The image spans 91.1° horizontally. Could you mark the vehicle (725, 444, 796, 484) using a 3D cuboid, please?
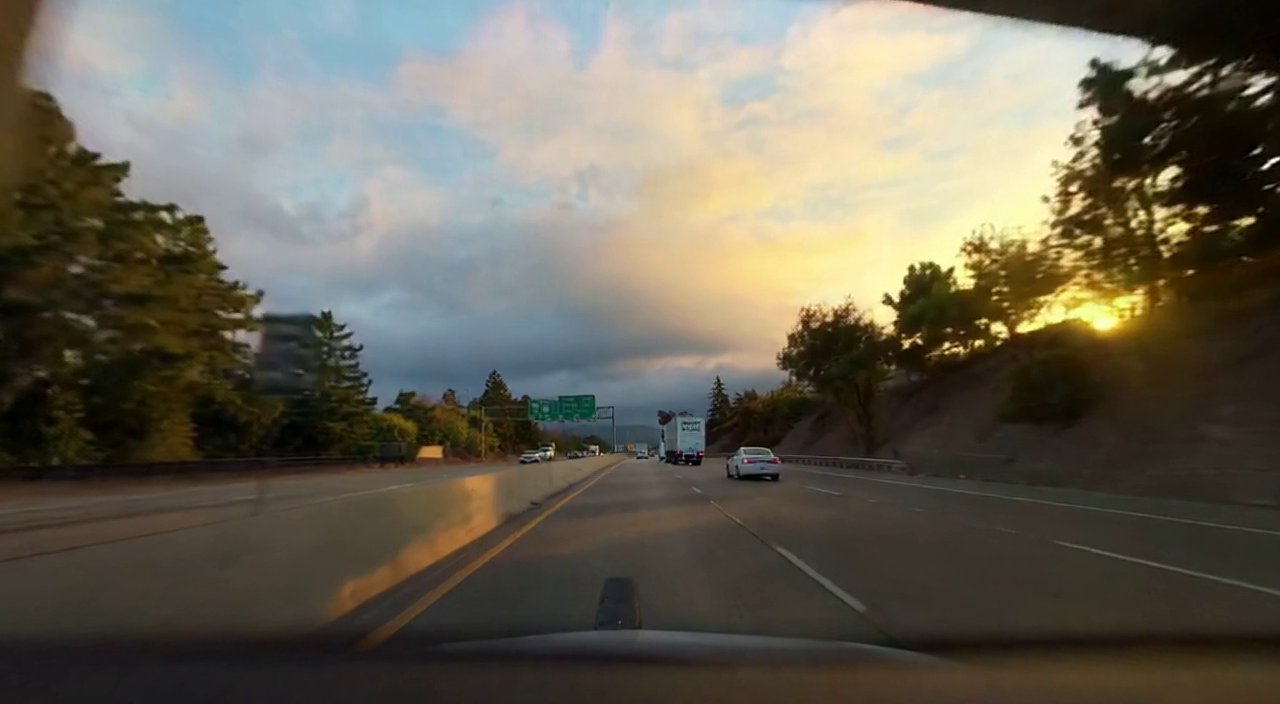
[{"bbox_3d":[4.797,4.517,25.610,1.917,1.471,4.149,0,-9,-2],"label":"vehicle"}]
